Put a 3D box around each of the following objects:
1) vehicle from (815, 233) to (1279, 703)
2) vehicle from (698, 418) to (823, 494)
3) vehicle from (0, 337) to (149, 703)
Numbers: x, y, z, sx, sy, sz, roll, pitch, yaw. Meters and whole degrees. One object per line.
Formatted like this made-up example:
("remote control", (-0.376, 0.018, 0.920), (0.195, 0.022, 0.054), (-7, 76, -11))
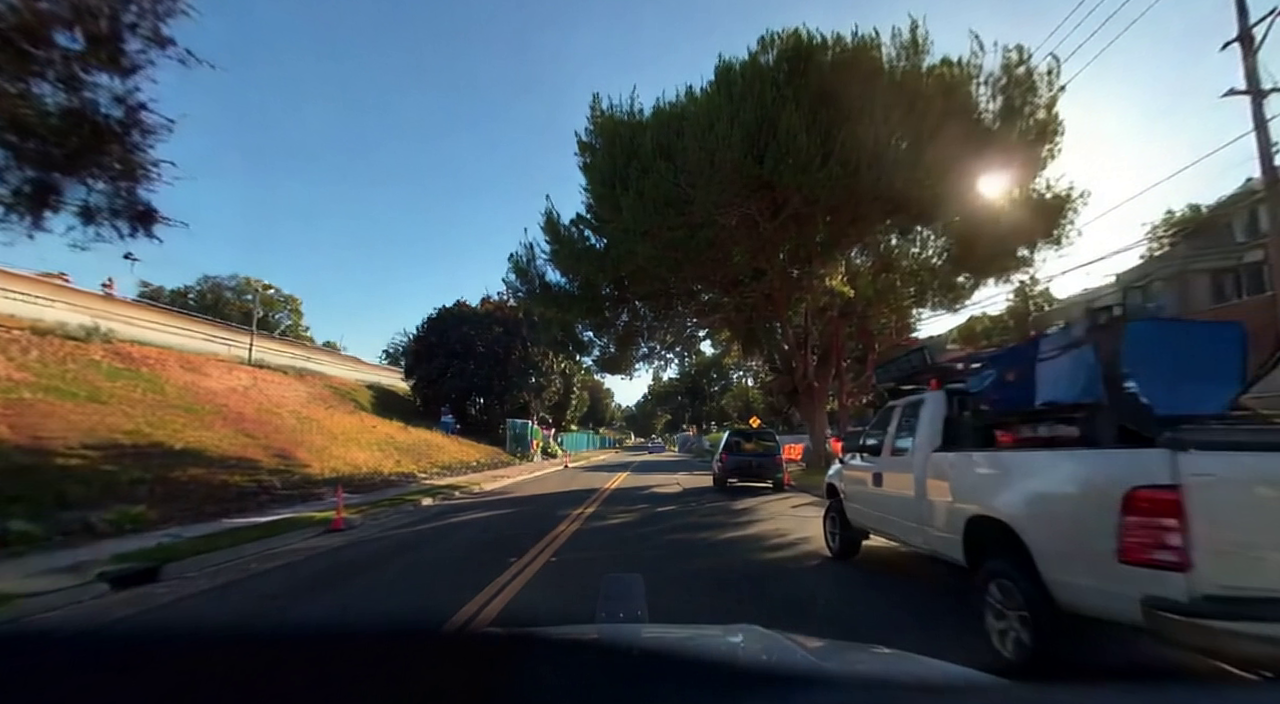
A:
("vehicle", (3.605, 1.058, 5.135), (2.759, 2.114, 6.152), (-1, -9, 2))
("vehicle", (3.553, 3.304, 20.360), (2.617, 2.020, 6.531), (0, -9, -1))
("vehicle", (-3.540, 0.586, 0.905), (2.078, 1.716, 4.367), (0, -8, 1))
